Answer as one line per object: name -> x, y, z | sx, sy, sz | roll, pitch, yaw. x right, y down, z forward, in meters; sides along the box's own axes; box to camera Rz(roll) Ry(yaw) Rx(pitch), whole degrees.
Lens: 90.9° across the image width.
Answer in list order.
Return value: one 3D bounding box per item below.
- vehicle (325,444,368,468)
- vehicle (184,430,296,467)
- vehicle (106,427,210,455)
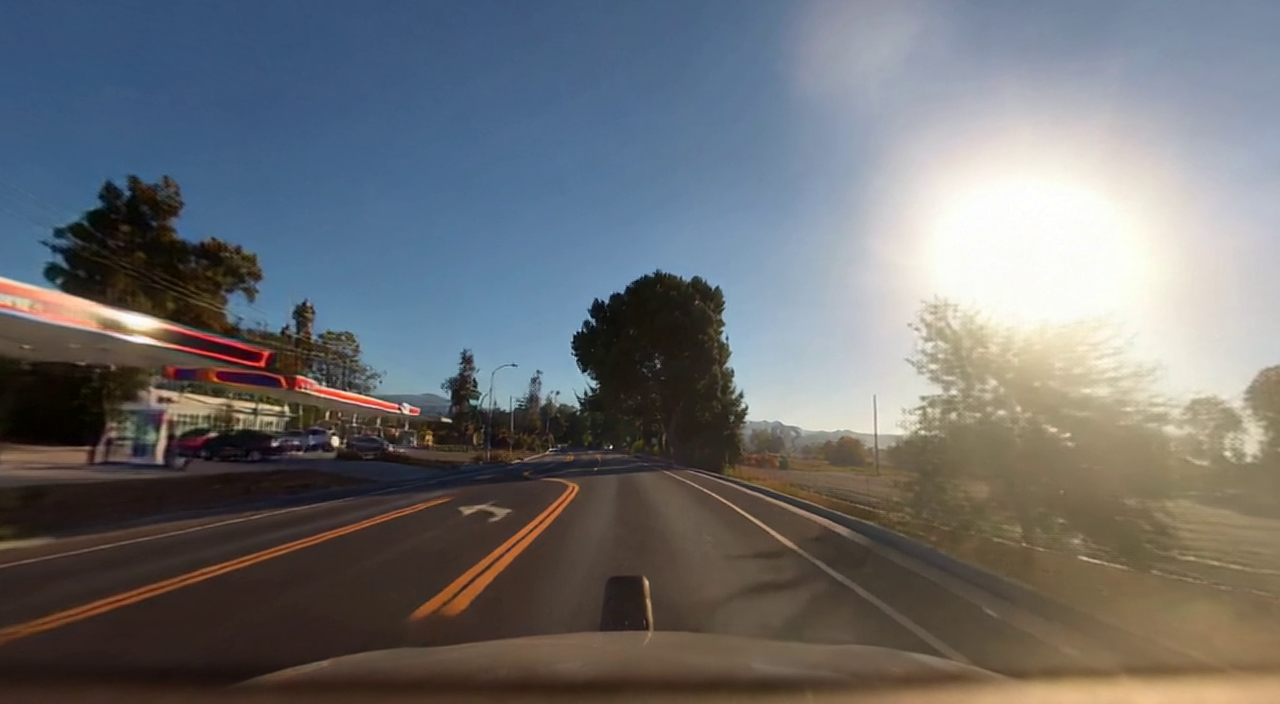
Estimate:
vehicle -> -19.319, 6.882, 41.702 | 1.885, 1.490, 4.474 | 4, -10, -17
vehicle -> -21.702, 5.244, 34.320 | 4.907, 1.827, 2.121 | 6, -10, -34
vehicle -> -27.998, 5.186, 36.680 | 4.505, 1.523, 1.873 | 8, -12, -42
